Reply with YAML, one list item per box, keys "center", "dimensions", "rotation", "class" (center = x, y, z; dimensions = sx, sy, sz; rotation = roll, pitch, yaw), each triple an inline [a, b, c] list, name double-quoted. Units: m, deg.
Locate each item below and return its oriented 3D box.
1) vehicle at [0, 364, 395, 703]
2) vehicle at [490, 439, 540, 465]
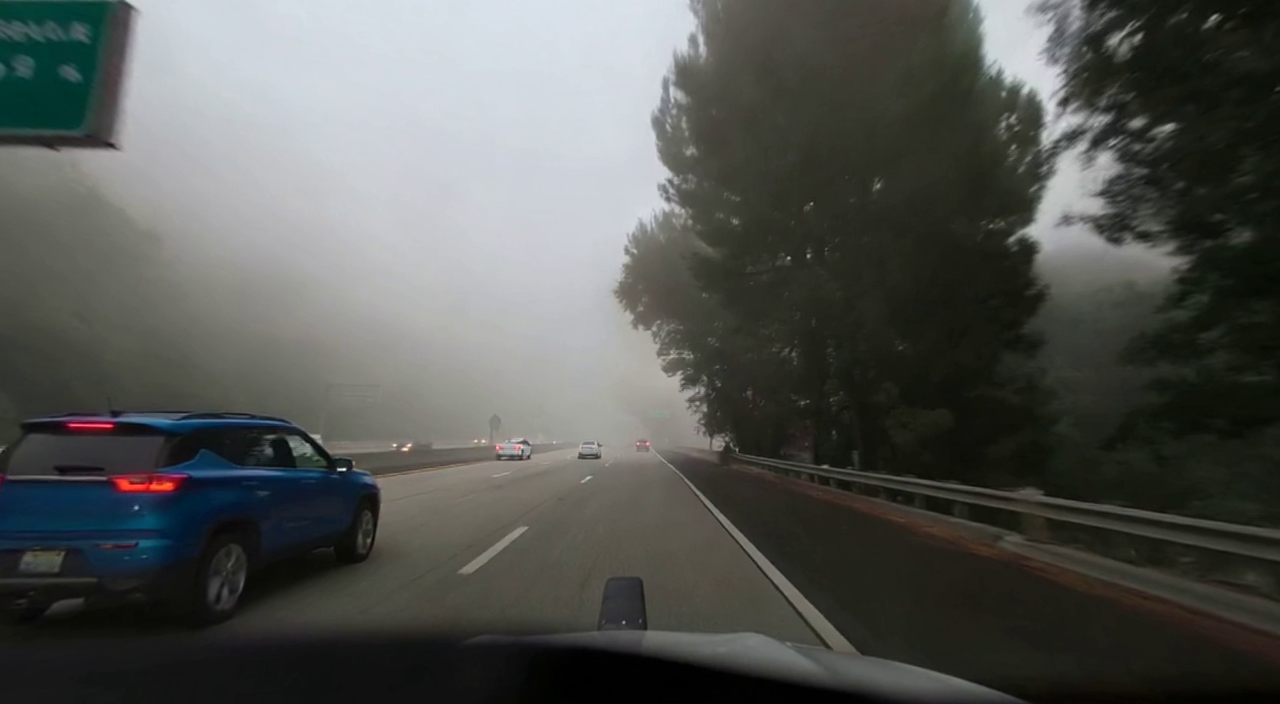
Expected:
- center: [-4.025, 1.232, 5.237]
  dimensions: [2.138, 1.718, 4.415]
  rotation: [0, -8, 1]
  class: "vehicle"
- center: [-7.529, 6.081, 38.477]
  dimensions: [1.963, 1.476, 4.739]
  rotation: [0, -8, 1]
  class: "vehicle"
